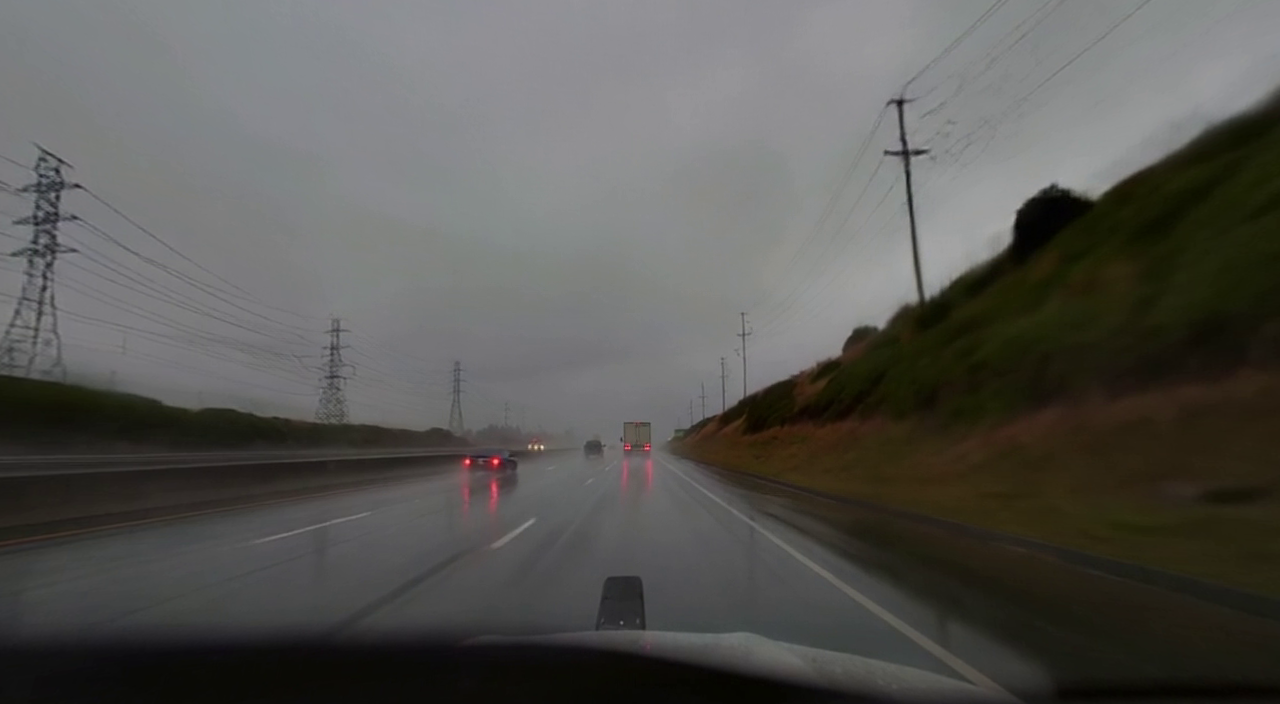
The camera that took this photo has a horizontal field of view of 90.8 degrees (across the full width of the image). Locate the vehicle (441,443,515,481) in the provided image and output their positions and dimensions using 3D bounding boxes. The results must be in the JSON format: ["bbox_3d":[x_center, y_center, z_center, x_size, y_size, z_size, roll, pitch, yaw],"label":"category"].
[{"bbox_3d":[-7.143,4.892,28.394,2.066,1.558,4.607,0,-9,0],"label":"vehicle"}]
